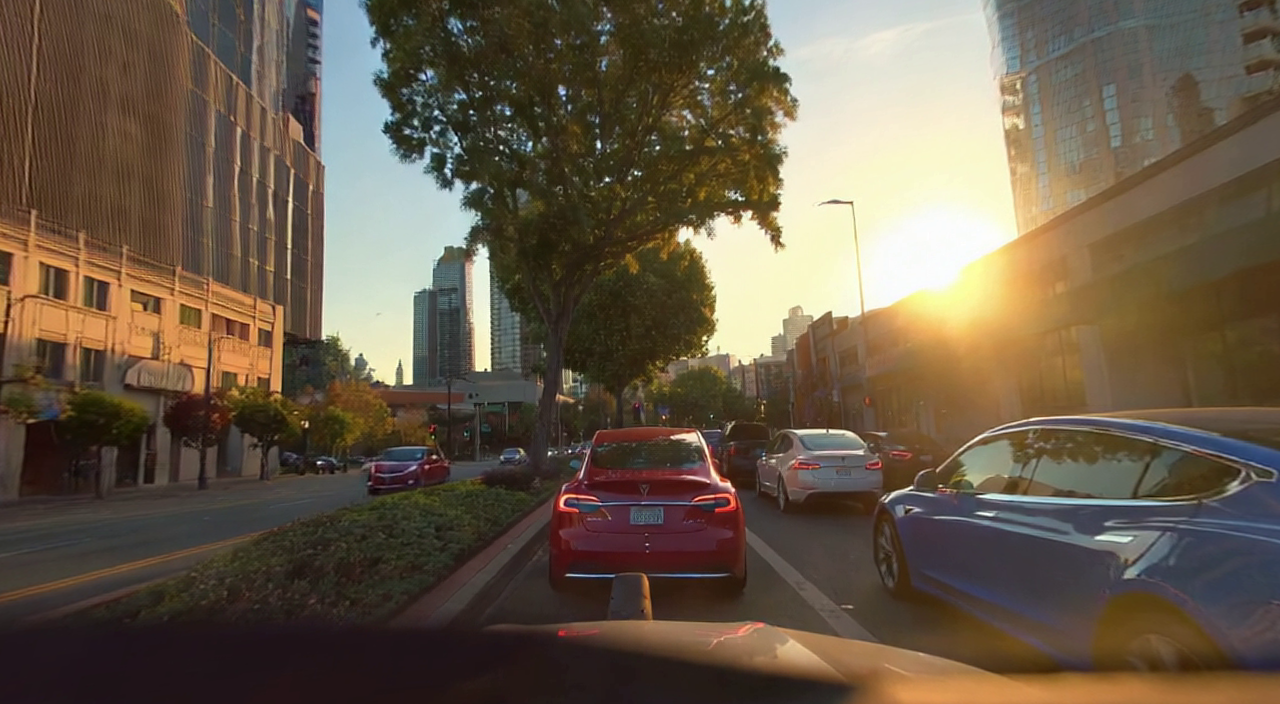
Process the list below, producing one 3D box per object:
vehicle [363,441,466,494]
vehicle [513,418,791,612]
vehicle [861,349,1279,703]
[{"bbox_3d":[-7.793,4.018,22.320,1.999,1.662,4.291,0,-8,1],"label":"vehicle"},{"bbox_3d":[0.105,1.555,6.915,2.137,1.488,3.938,0,-8,0],"label":"vehicle"},{"bbox_3d":[3.193,1.078,3.889,2.038,1.651,4.455,0,-8,0],"label":"vehicle"}]
